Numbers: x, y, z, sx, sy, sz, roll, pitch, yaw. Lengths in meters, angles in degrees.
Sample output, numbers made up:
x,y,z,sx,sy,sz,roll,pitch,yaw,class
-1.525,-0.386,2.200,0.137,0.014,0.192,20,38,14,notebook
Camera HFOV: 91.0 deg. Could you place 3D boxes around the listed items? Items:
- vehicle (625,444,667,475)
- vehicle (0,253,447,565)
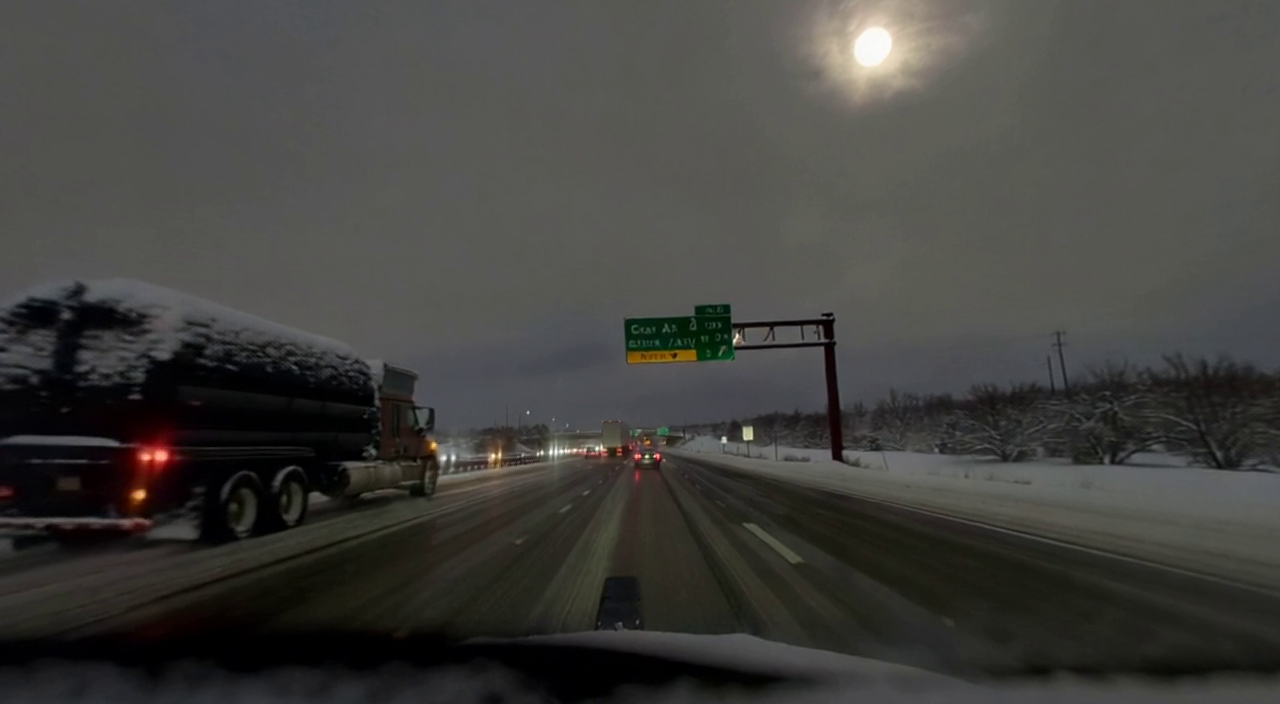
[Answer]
x,y,z,sx,sy,sz,roll,pitch,yaw,class
0.249,5.596,33.029,2.066,1.469,4.050,0,-9,-1,vehicle
-7.411,1.471,13.205,3.067,3.804,11.136,0,-9,1,vehicle
